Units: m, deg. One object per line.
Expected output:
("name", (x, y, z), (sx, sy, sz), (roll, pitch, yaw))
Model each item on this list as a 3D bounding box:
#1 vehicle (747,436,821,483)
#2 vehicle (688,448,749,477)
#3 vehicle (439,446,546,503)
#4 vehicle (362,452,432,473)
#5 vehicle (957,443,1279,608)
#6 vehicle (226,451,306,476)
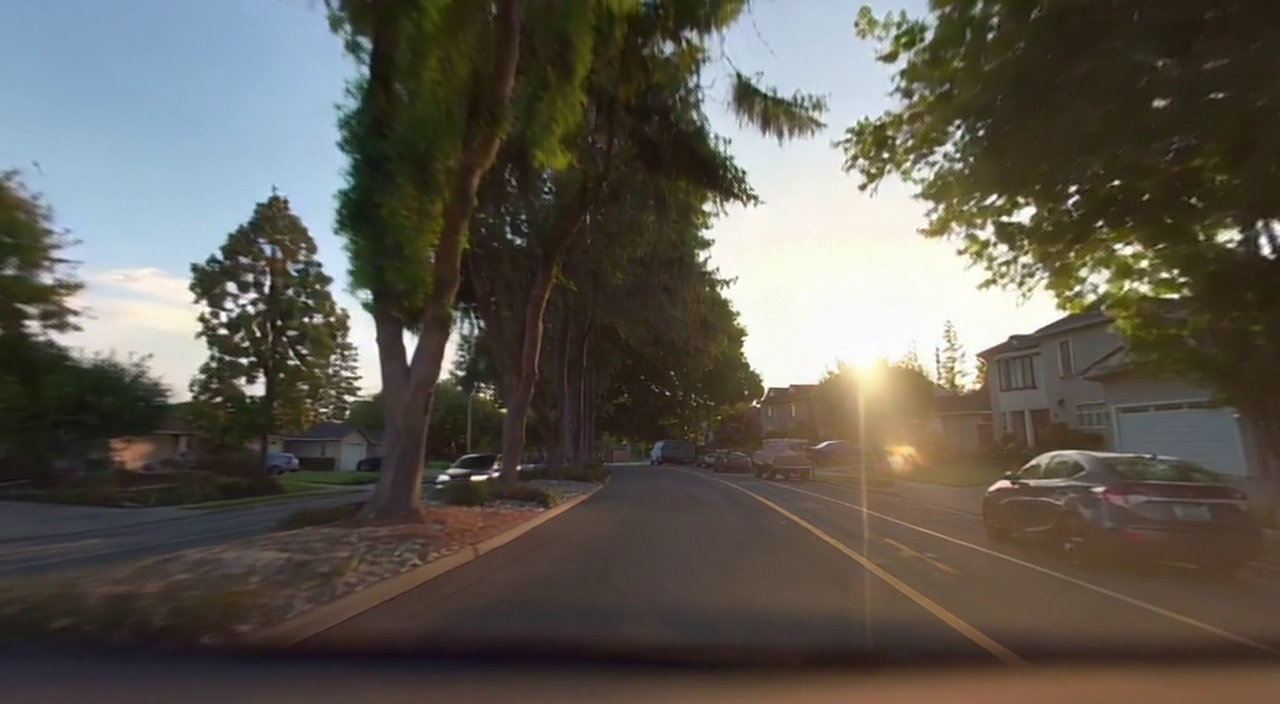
("vehicle", (6.996, 5.272, 31.352), (2.305, 2.111, 4.965), (0, -8, -2))
("vehicle", (5.052, 7.191, 41.378), (2.713, 1.671, 4.939), (1, -8, -9))
("vehicle", (-4.414, 3.717, 19.658), (2.058, 1.551, 4.247), (-1, -8, 4))
("vehicle", (-18.148, 8.269, 47.318), (4.502, 1.511, 1.939), (1, -9, -10))
("vehicle", (6.133, 1.967, 8.198), (2.080, 1.543, 4.294), (-1, -8, 5))
("vehicle", (-24.765, 7.375, 41.950), (3.977, 1.501, 2.143), (0, -8, -4))
